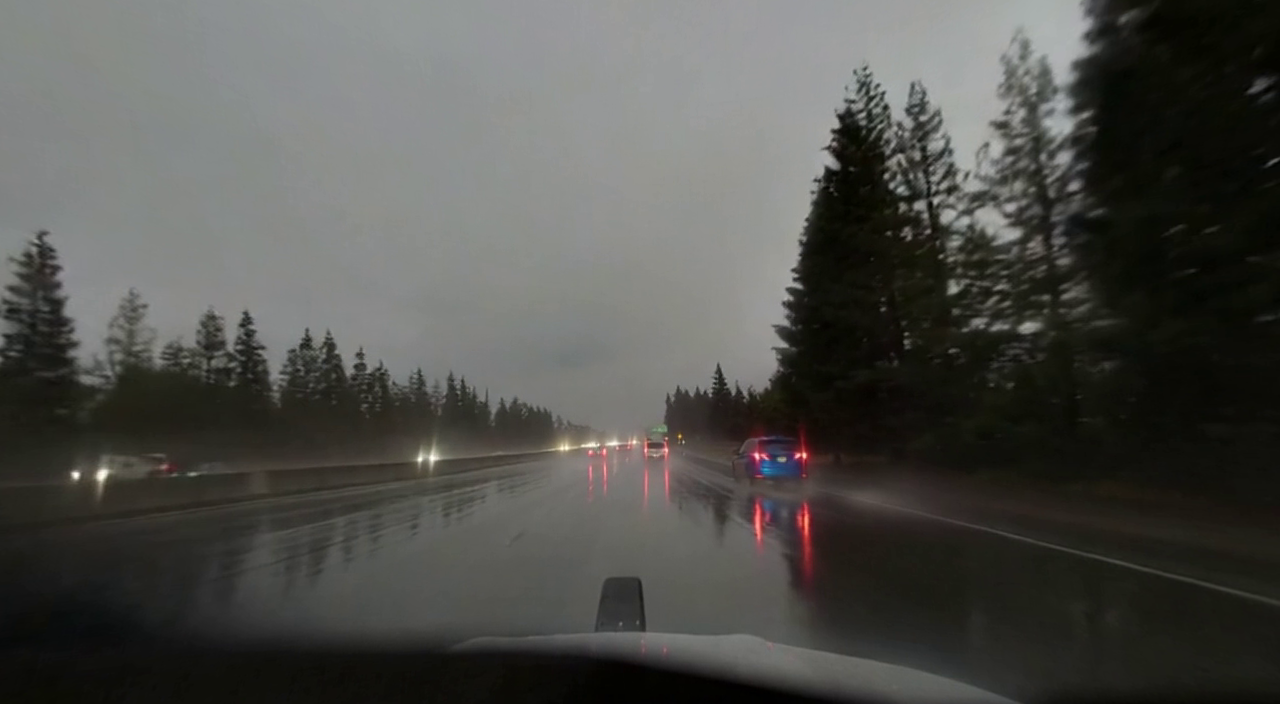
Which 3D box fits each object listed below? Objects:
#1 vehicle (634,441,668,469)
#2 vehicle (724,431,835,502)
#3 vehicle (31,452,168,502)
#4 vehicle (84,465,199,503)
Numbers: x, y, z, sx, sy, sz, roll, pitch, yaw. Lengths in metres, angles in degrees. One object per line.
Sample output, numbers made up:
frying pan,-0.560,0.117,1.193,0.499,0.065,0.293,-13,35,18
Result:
vehicle,0.714,7.053,43.400,2.205,1.785,4.423,0,-9,0
vehicle,3.700,3.134,17.638,2.082,1.720,4.393,0,-9,0
vehicle,-28.895,6.642,34.027,2.301,2.405,5.567,0,-9,1
vehicle,-25.242,6.662,32.143,1.985,1.648,4.681,0,-9,1
